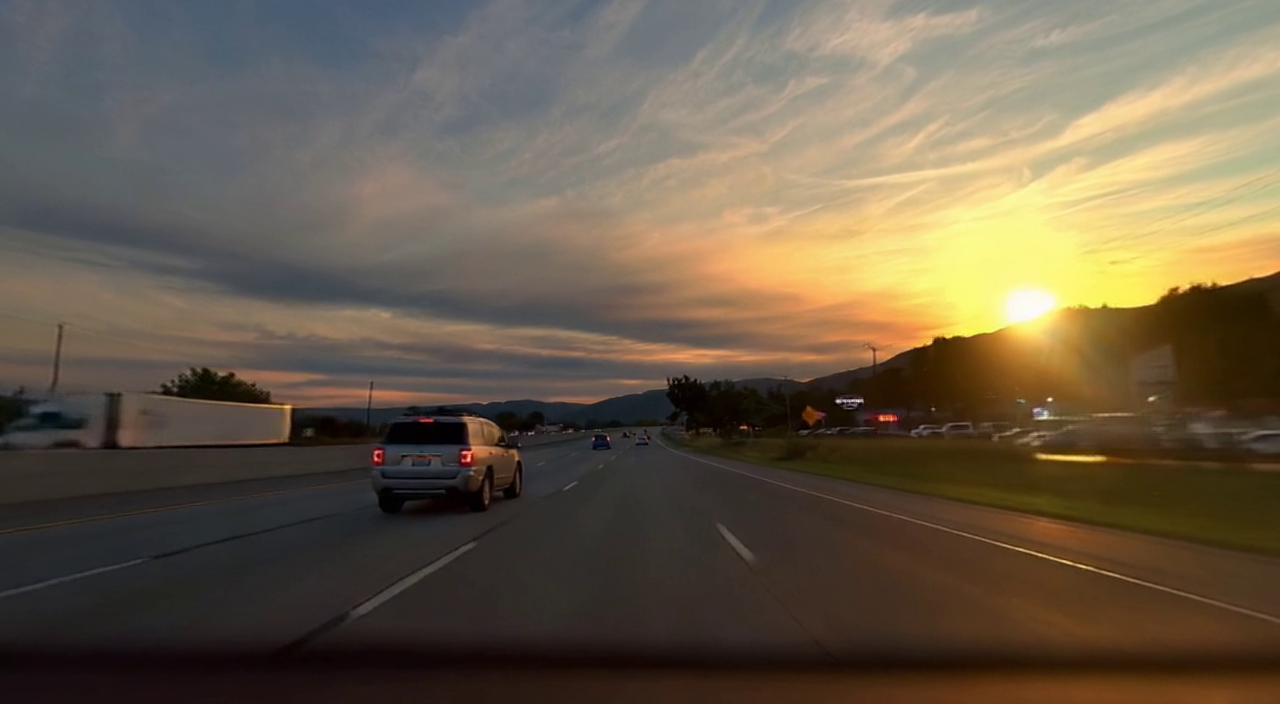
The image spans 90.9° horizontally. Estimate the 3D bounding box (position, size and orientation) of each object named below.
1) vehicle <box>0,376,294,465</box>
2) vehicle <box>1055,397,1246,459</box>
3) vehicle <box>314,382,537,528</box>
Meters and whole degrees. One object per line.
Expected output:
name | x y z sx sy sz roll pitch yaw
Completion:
vehicle | -29.592 4.722 39.930 3.197 4.103 21.465 0 -8 1
vehicle | 16.685 2.601 21.096 2.044 1.792 5.081 0 -8 -1
vehicle | -3.748 1.987 12.589 2.352 2.209 5.802 0 -8 1
